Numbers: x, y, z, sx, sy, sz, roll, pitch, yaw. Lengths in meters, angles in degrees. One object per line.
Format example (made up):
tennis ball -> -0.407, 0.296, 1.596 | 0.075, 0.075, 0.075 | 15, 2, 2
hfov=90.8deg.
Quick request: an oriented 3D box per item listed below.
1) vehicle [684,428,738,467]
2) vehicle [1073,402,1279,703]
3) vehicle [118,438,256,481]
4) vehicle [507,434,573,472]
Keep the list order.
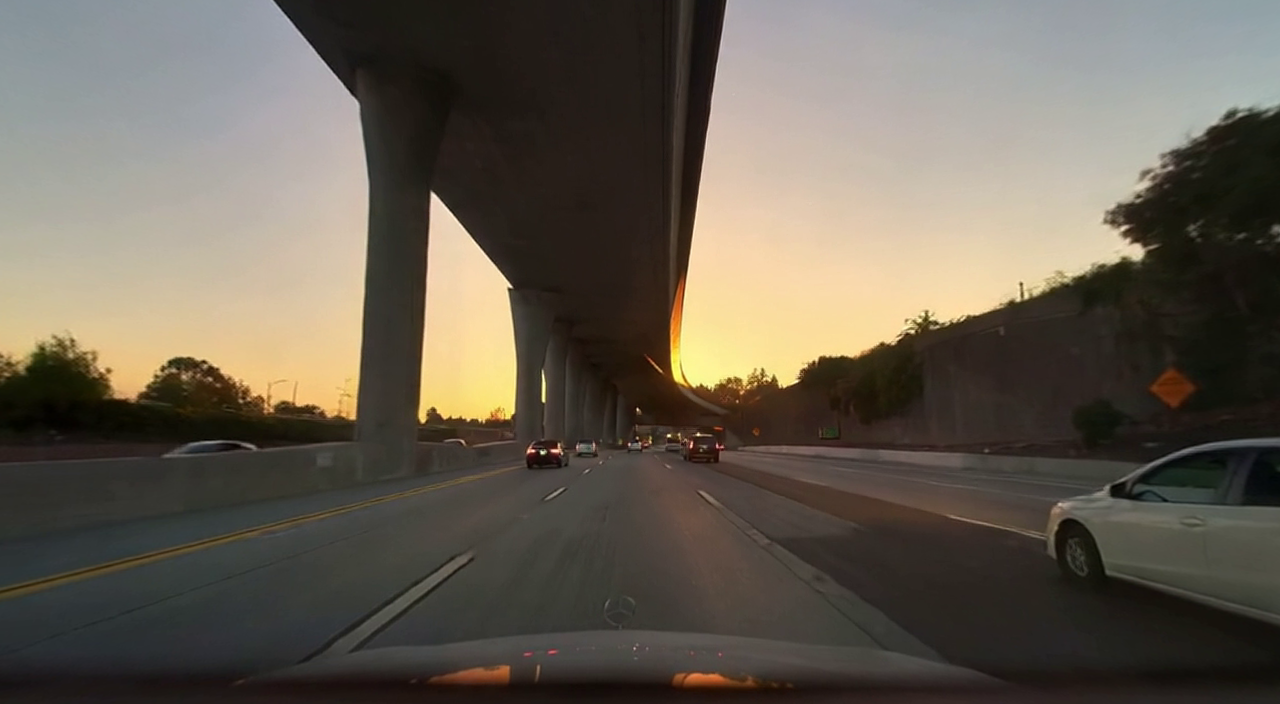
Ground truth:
vehicle -> 3.400, 4.707, 31.162 | 2.072, 1.761, 4.242 | 0, -8, -2
vehicle -> 3.724, 0.823, 1.792 | 1.989, 1.472, 4.322 | 0, -8, 2
vehicle -> -16.680, 3.965, 23.581 | 1.921, 1.444, 4.551 | 0, -8, -2
vehicle -> -4.169, 4.313, 27.178 | 1.997, 1.476, 4.703 | 0, -8, 1
